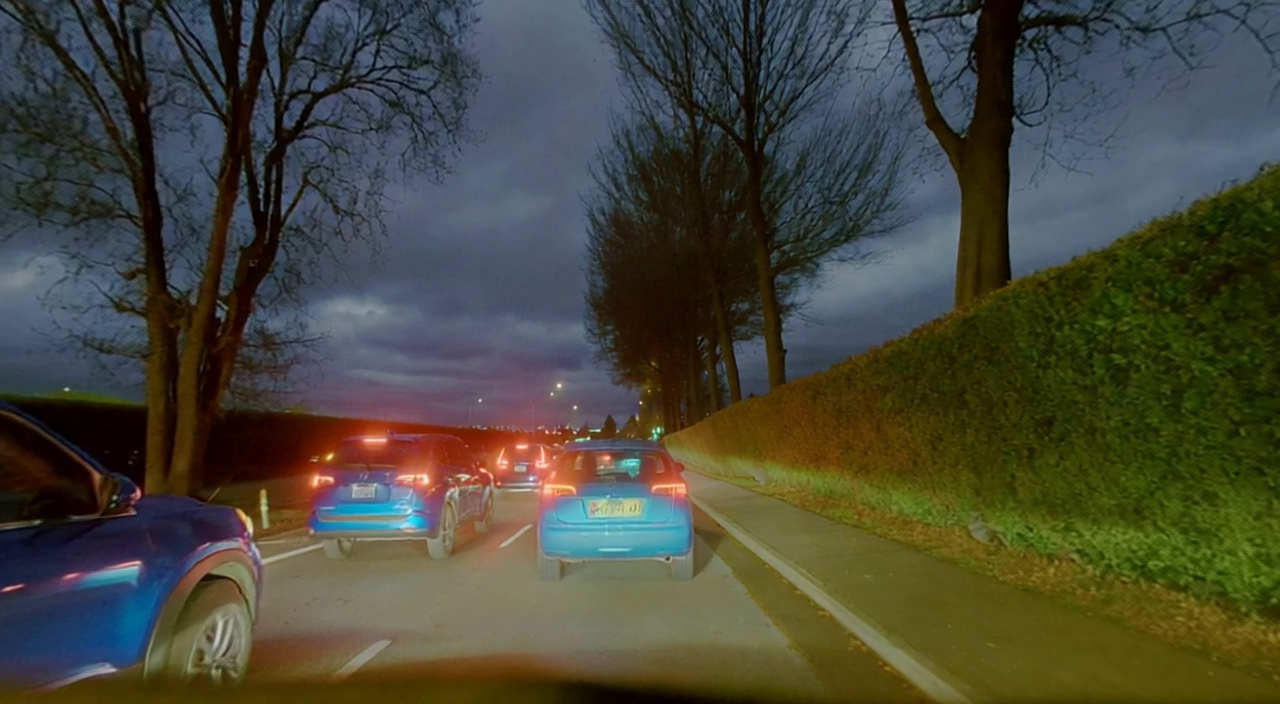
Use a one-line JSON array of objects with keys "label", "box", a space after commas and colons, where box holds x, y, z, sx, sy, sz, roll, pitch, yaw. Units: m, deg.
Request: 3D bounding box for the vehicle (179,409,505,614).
[{"label": "vehicle", "box": [-3.407, 1.861, 8.321, 2.256, 1.728, 4.421, -6, -8, -2]}]

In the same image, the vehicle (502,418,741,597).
[{"label": "vehicle", "box": [-0.201, 1.721, 7.728, 2.154, 1.581, 4.007, 0, -9, -1]}]

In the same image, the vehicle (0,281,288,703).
[{"label": "vehicle", "box": [-3.282, 0.676, 1.267, 2.205, 1.913, 5.327, -6, -8, -2]}]
